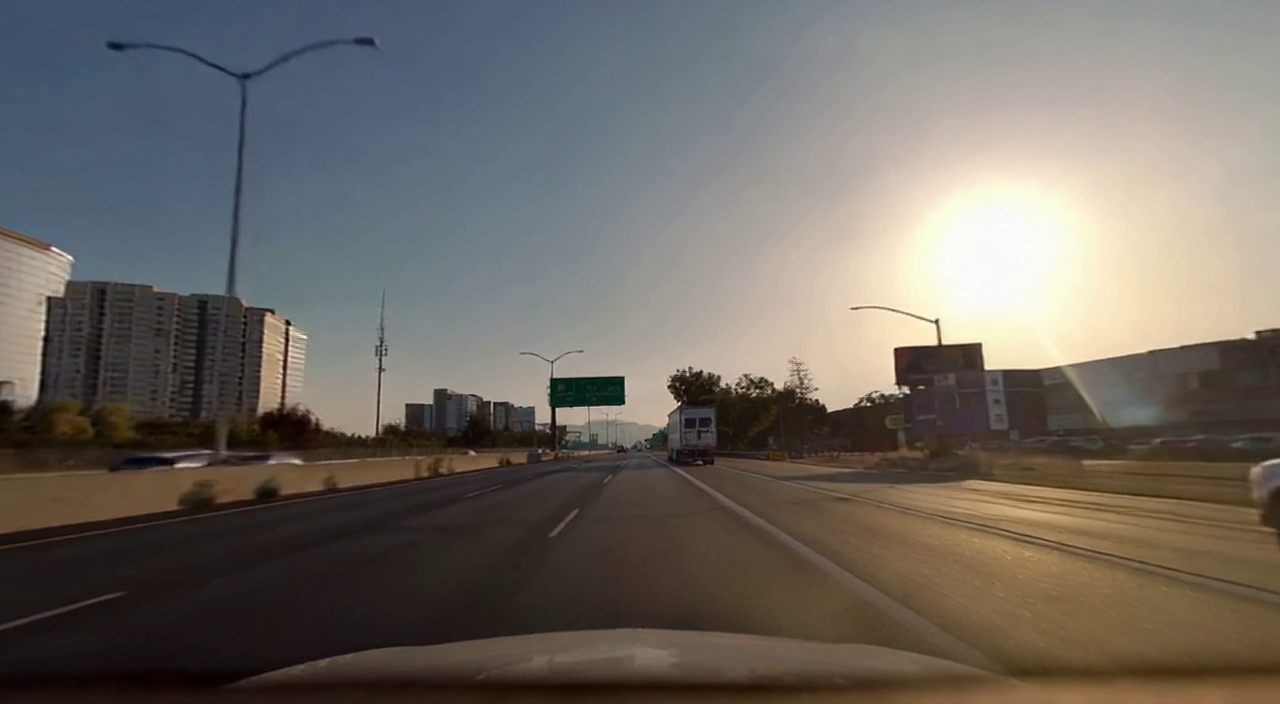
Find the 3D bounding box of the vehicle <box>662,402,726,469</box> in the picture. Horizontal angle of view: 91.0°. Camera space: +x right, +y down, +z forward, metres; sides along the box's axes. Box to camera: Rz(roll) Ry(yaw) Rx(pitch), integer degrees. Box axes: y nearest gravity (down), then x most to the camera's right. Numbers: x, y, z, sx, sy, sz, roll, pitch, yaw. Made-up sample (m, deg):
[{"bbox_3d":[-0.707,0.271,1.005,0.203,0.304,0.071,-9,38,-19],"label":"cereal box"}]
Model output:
[{"bbox_3d":[3.724,6.552,48.212,3.247,4.224,15.996,0,-9,-1],"label":"vehicle"}]
